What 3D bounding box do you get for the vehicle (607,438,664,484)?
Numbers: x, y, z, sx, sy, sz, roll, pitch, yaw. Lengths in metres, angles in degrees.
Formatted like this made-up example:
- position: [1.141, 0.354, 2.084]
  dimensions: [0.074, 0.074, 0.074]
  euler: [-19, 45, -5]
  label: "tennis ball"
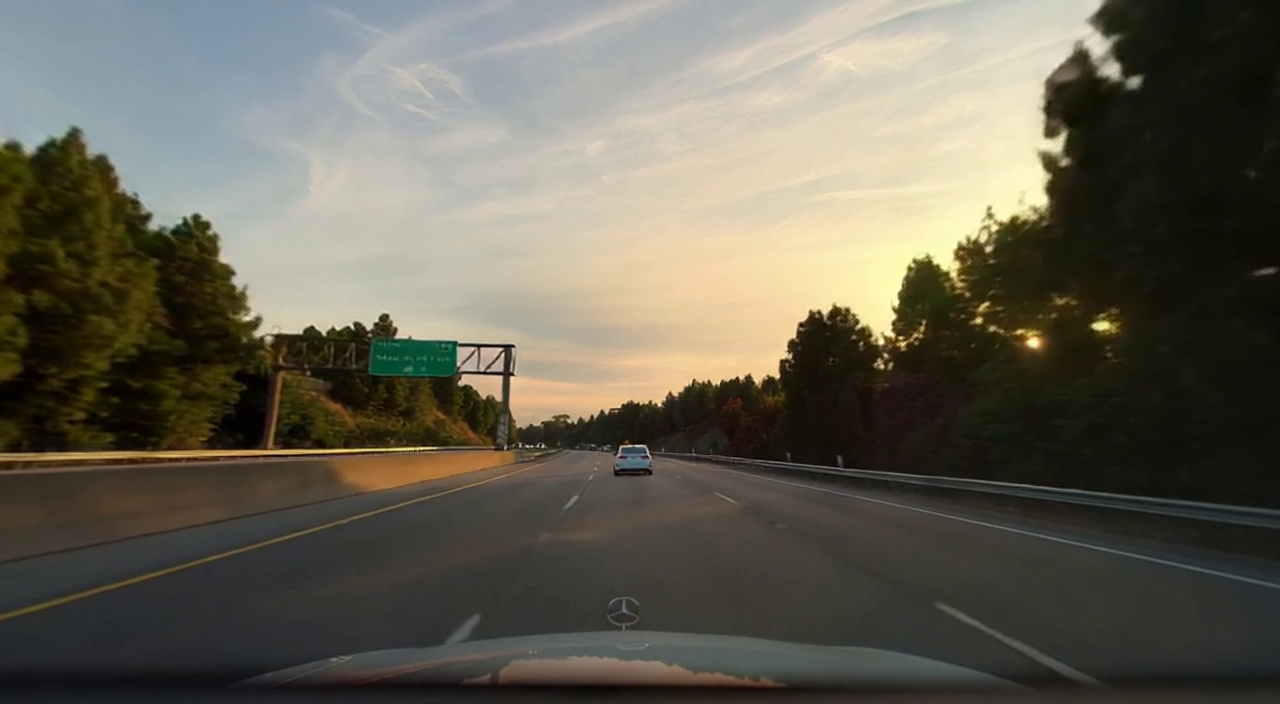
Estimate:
- position: [-0.262, 4.138, 24.159]
  dimensions: [2.011, 1.590, 3.607]
  euler: [0, -8, -3]
  label: "vehicle"
